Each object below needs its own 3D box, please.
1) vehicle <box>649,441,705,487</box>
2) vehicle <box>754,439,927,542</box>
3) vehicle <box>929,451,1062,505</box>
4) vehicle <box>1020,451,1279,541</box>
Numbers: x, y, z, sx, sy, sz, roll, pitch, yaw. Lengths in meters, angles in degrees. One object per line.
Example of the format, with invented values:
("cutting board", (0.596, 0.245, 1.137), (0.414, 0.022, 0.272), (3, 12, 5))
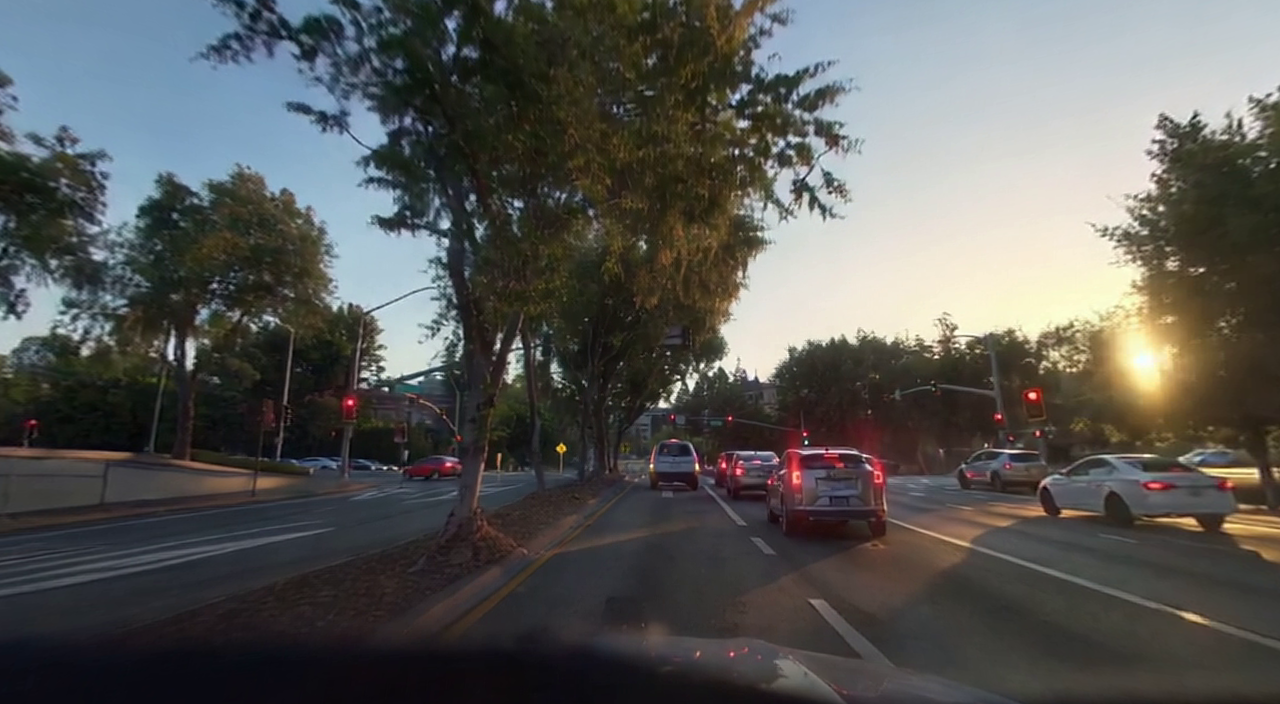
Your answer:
("vehicle", (1.520, 4.792, 27.396), (2.245, 1.800, 4.522), (0, -8, 1))
("vehicle", (3.476, 2.455, 11.869), (2.078, 1.578, 4.107), (0, -9, 3))
("vehicle", (11.158, 3.956, 20.188), (1.842, 1.466, 4.379), (-1, -8, 3))
("vehicle", (9.799, 2.707, 12.525), (1.884, 1.422, 4.262), (0, -9, 1))
